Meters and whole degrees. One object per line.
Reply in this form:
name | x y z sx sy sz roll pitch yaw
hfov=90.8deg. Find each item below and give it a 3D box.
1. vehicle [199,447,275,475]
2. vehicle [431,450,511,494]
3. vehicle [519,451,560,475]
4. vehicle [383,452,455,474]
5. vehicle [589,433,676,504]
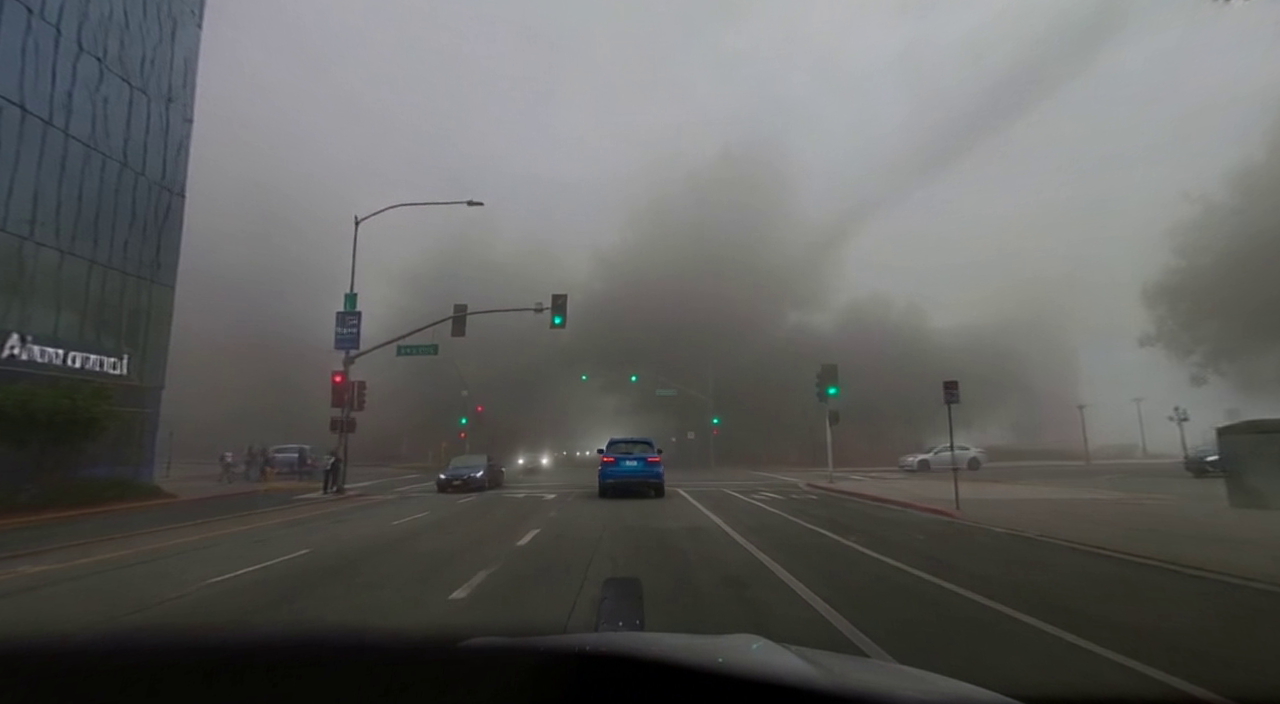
vehicle | -26.500 7.146 41.567 4.393 1.730 2.151 -5 -9 26
vehicle | -6.386 4.561 24.425 1.908 1.475 4.337 0 -9 0
vehicle | -6.693 7.425 42.493 1.934 1.476 4.457 0 -9 1
vehicle | -16.366 8.215 46.889 4.588 1.582 1.980 6 -11 -33
vehicle | -0.245 3.233 17.929 2.183 1.765 4.059 0 -9 -1
